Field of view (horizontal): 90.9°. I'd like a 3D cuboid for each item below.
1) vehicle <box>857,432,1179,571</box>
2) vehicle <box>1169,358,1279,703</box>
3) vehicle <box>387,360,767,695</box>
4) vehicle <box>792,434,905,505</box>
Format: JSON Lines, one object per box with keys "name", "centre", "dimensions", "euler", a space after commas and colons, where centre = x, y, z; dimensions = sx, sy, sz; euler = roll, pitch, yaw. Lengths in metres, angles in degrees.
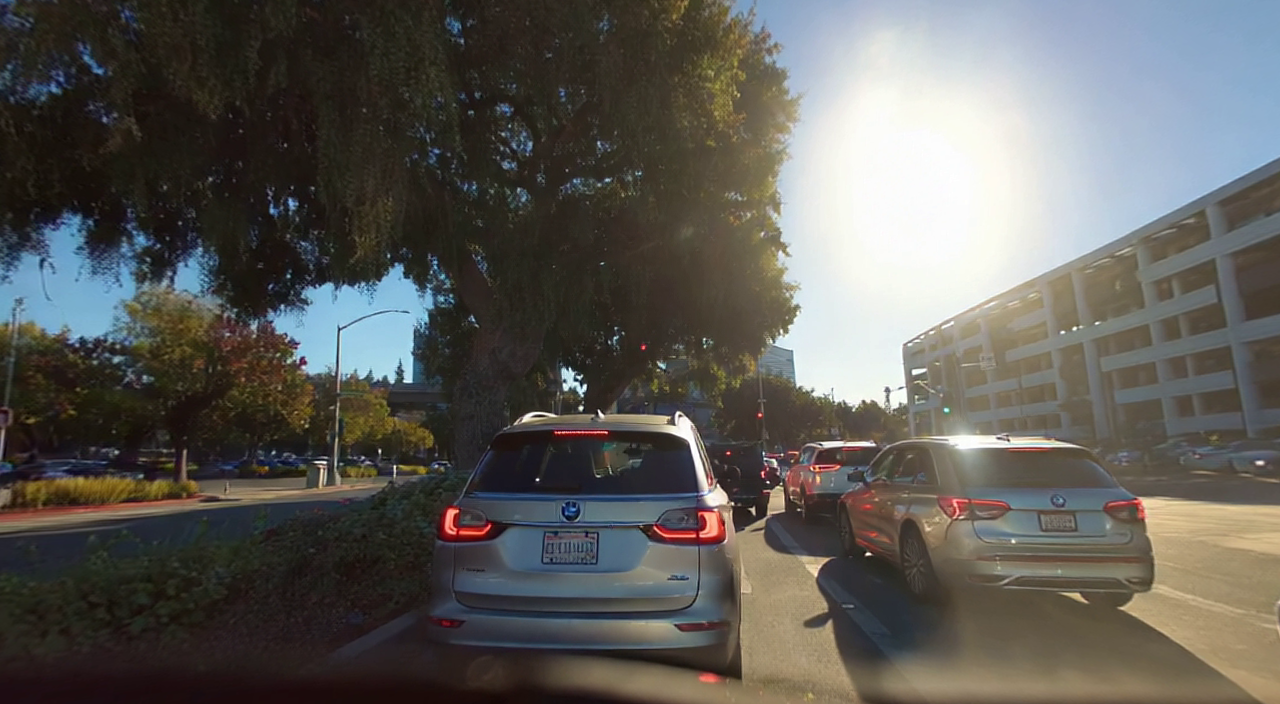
{"name": "vehicle", "centre": [4.902, 1.965, 9.180], "dimensions": [1.963, 1.480, 4.553], "euler": [0, -8, 2]}
{"name": "vehicle", "centre": [4.052, 0.605, 1.105], "dimensions": [1.993, 1.719, 4.953], "euler": [0, -8, 1]}
{"name": "vehicle", "centre": [-0.209, 1.236, 5.568], "dimensions": [2.021, 1.742, 4.295], "euler": [-1, -8, 4]}
{"name": "vehicle", "centre": [5.330, 3.034, 16.734], "dimensions": [1.994, 1.638, 4.100], "euler": [-1, -8, 6]}
